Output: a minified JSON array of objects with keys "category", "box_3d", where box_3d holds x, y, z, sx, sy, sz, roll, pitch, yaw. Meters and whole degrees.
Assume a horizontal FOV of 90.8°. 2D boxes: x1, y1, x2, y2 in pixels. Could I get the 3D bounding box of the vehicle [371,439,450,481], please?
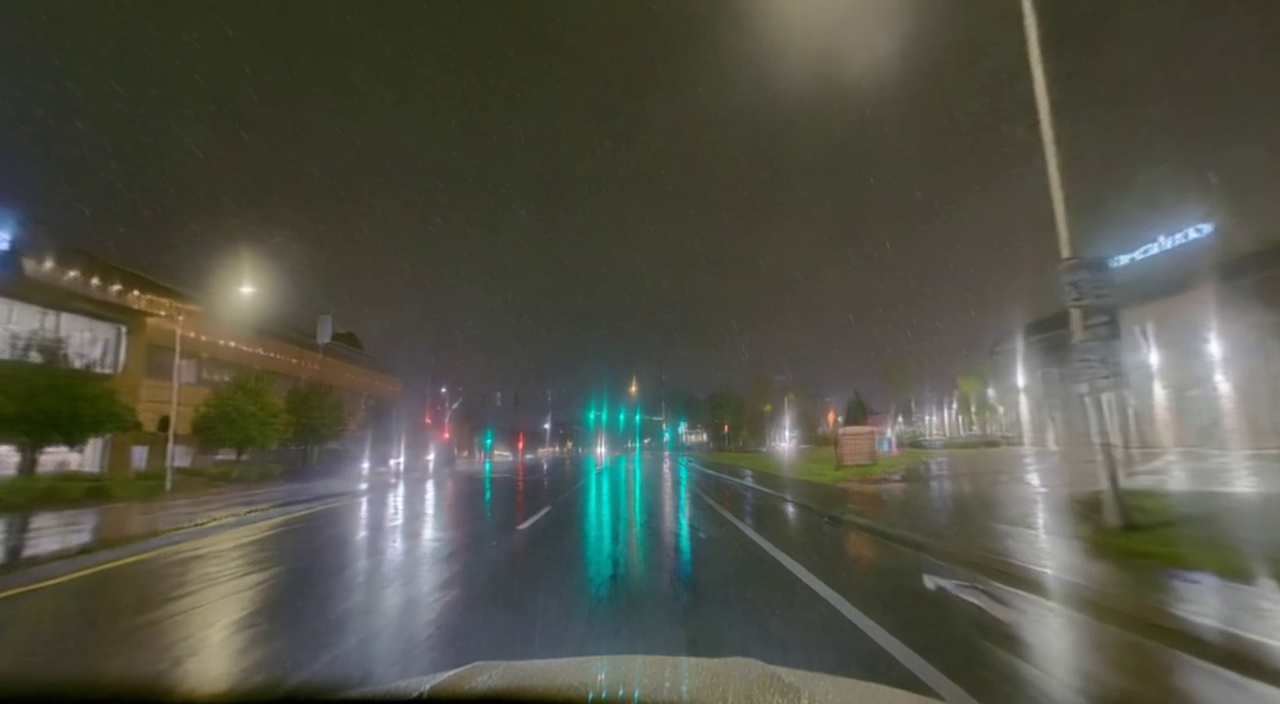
[{"category":"vehicle","box_3d":[-10.415,4.917,29.011,2.026,1.577,4.334,-4,-9,-1]}]
